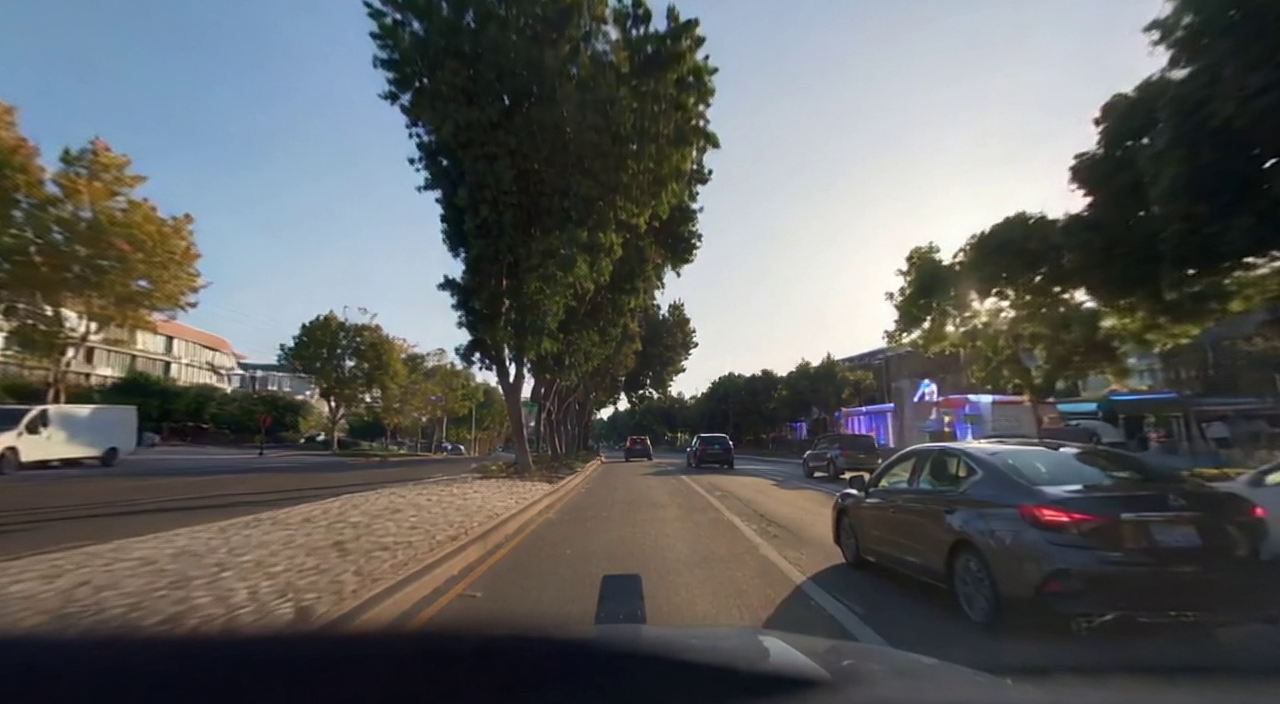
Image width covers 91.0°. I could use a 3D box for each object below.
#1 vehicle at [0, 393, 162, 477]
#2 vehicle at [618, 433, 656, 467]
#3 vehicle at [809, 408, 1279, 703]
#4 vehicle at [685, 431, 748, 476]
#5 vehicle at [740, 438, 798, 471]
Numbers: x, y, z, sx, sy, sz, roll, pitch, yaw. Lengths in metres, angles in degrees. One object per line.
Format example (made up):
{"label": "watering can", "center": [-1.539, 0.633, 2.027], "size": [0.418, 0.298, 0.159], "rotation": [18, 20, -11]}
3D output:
{"label": "vehicle", "center": [-25.679, 3.395, 26.258], "size": [8.344, 3.233, 3.218], "rotation": [3, -7, -10]}
{"label": "vehicle", "center": [-0.228, 5.573, 35.961], "size": [2.051, 1.798, 4.168], "rotation": [0, -8, -2]}
{"label": "vehicle", "center": [2.897, 1.285, 4.897], "size": [1.883, 1.452, 4.258], "rotation": [0, -8, -1]}
{"label": "vehicle", "center": [3.163, 4.289, 26.799], "size": [2.000, 1.745, 4.206], "rotation": [1, -8, -2]}
{"label": "vehicle", "center": [6.675, 5.341, 33.106], "size": [1.954, 1.606, 4.423], "rotation": [1, -8, -2]}
